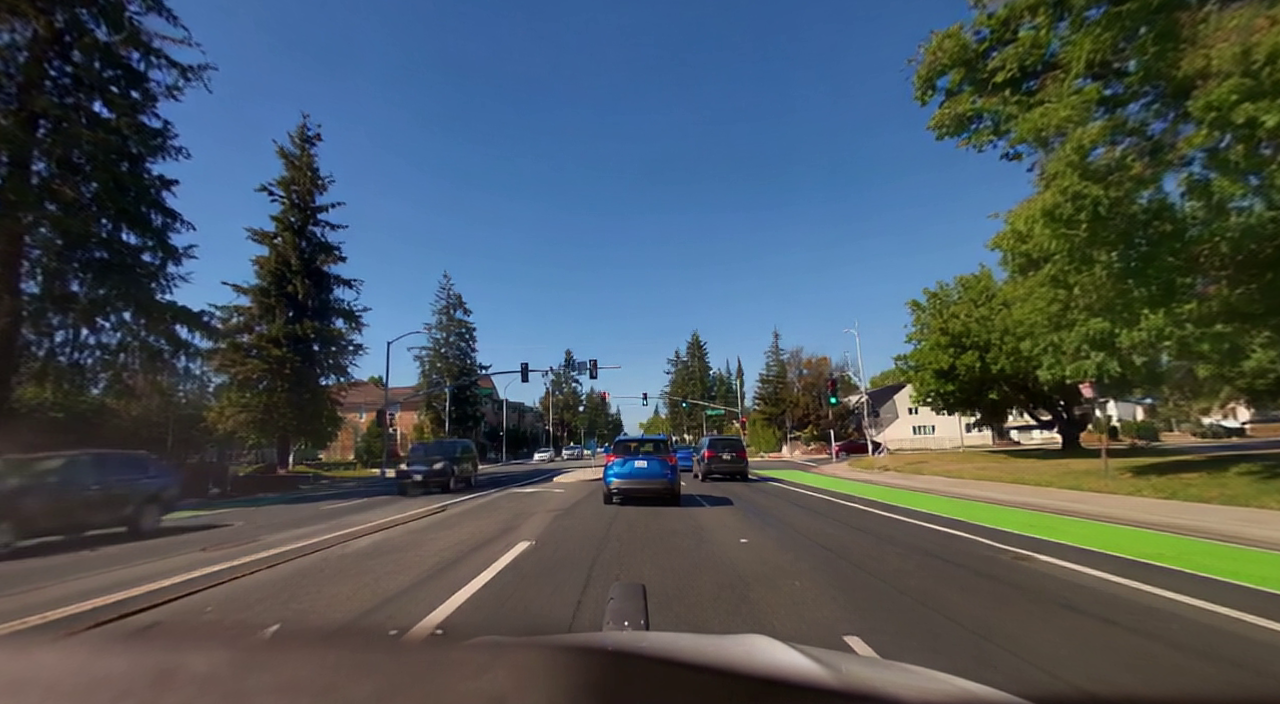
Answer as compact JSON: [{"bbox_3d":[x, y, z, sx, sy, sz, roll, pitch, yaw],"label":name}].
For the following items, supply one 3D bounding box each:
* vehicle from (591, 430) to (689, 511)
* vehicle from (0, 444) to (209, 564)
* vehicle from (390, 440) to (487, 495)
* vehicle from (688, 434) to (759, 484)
[{"bbox_3d":[-0.003,2.851,15.626,2.109,1.730,3.963,0,-8,0],"label":"vehicle"},{"bbox_3d":[-9.929,2.424,10.763,1.886,1.666,4.575,0,-8,-1],"label":"vehicle"},{"bbox_3d":[-6.979,4.030,22.330,2.005,1.729,4.293,0,-8,0],"label":"vehicle"},{"bbox_3d":[3.239,4.285,25.452,2.189,1.815,4.495,0,-8,0],"label":"vehicle"}]
